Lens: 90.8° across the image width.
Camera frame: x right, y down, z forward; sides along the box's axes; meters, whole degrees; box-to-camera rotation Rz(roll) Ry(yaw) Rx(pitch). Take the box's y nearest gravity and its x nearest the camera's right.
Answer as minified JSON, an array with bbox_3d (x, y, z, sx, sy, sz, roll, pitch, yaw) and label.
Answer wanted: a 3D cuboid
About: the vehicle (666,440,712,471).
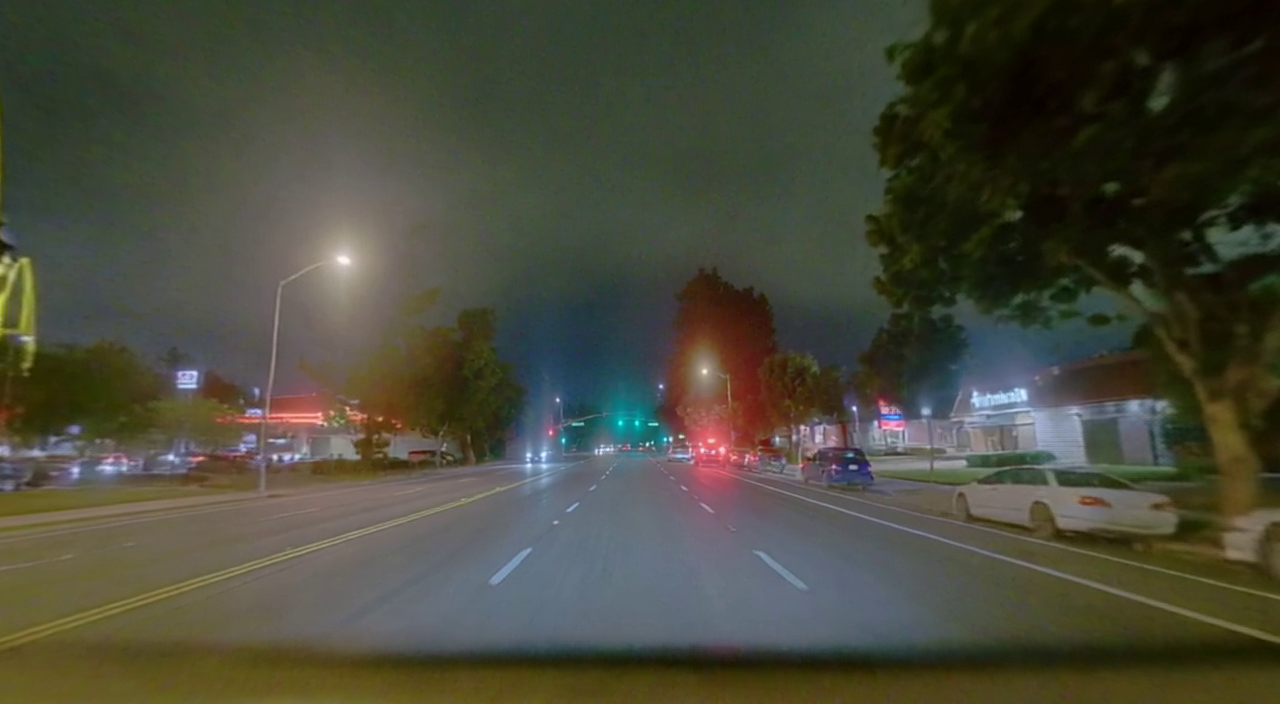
[{"bbox_3d":[2.974,6.394,39.333,2.293,1.814,4.589,0,-8,-3],"label":"vehicle"}]

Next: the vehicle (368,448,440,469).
[{"bbox_3d":[-17.734,8.002,47.494,4.635,1.457,2.060,-2,-9,13],"label":"vehicle"}]

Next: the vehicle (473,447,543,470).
[{"bbox_3d":[-9.491,7.609,45.420,4.700,1.567,2.165,-6,-10,32],"label":"vehicle"}]

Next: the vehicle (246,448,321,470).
[{"bbox_3d":[-25.506,7.648,45.371,1.893,1.477,4.621,-3,-9,15],"label":"vehicle"}]

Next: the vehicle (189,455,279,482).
[{"bbox_3d":[-23.819,6.817,37.273,1.768,1.429,4.423,-2,-9,13],"label":"vehicle"}]

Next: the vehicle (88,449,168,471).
[{"bbox_3d":[-38.884,8.175,48.106,1.864,1.502,4.432,-2,-9,13],"label":"vehicle"}]

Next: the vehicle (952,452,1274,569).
[{"bbox_3d":[7.271,2.416,10.491,1.852,1.448,4.446,0,-8,-1],"label":"vehicle"}]

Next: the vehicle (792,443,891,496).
[{"bbox_3d":[7.140,4.170,22.958,1.994,1.691,4.472,0,-8,-2],"label":"vehicle"}]

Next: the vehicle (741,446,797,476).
[{"bbox_3d":[7.267,6.162,36.071,1.951,1.601,5.147,0,-8,-2],"label":"vehicle"}]
